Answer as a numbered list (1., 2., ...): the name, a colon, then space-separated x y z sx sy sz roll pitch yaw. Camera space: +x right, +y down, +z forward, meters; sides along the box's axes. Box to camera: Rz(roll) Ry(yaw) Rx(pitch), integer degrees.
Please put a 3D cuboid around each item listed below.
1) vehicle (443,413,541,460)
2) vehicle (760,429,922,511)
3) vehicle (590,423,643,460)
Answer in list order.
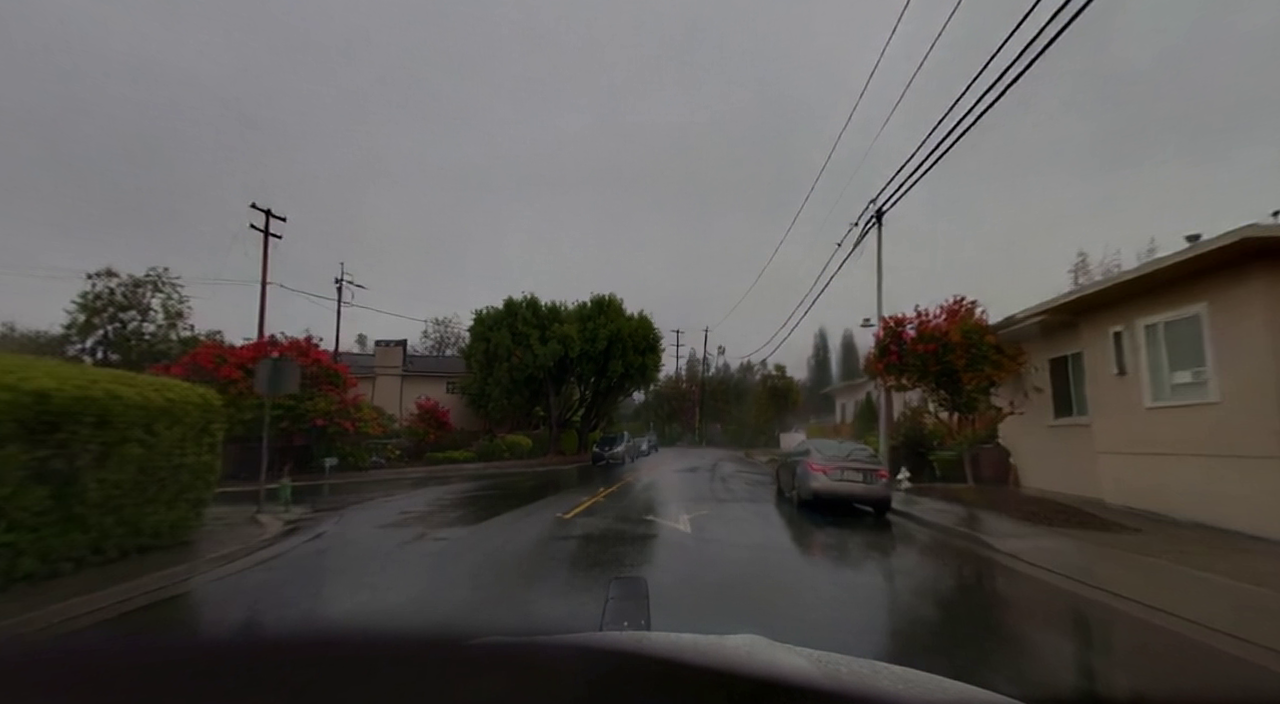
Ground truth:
1. vehicle: -9.310 5.385 40.068 5.828 2.818 2.231 2 -8 -12
2. vehicle: 4.099 2.492 13.924 2.151 1.468 5.066 0 -8 3
3. vehicle: -1.235 5.229 36.782 2.463 1.951 5.794 -1 -8 4
